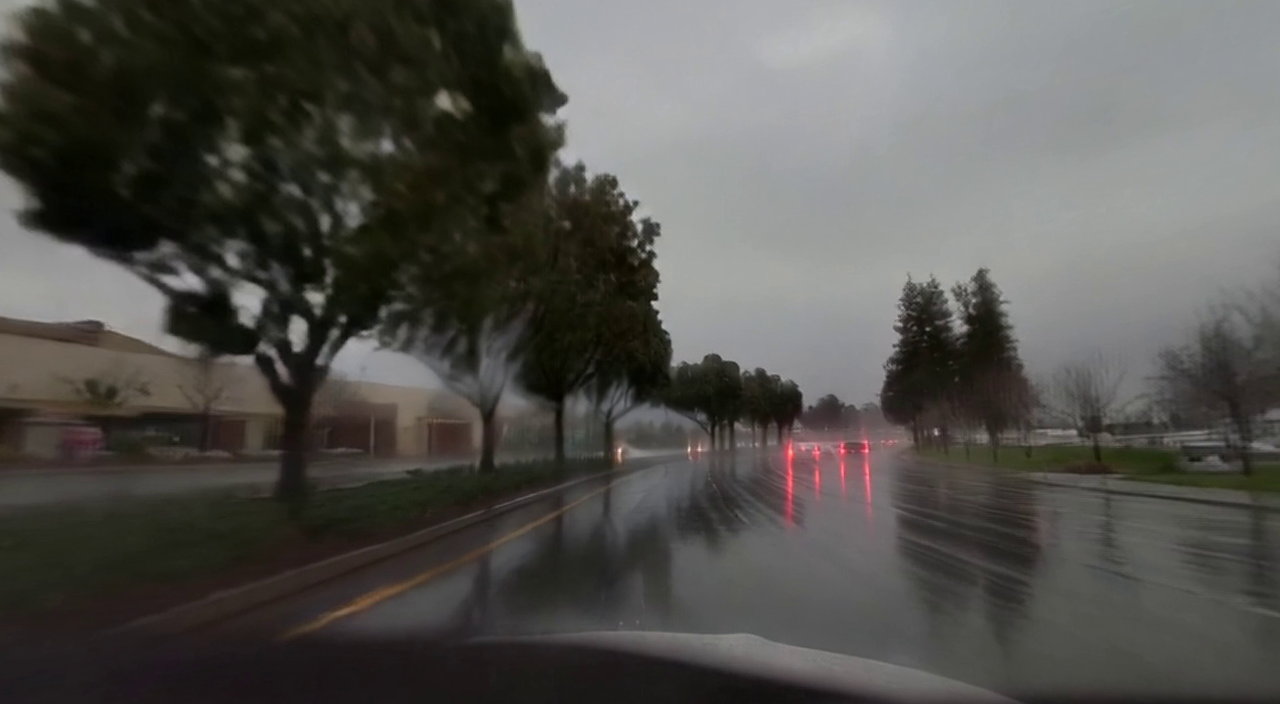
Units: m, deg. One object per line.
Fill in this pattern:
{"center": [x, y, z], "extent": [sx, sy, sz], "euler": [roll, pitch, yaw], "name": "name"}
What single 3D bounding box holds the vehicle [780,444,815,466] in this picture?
{"center": [11.073, 7.270, 44.610], "extent": [1.988, 1.460, 3.996], "euler": [-1, -9, 9], "name": "vehicle"}
